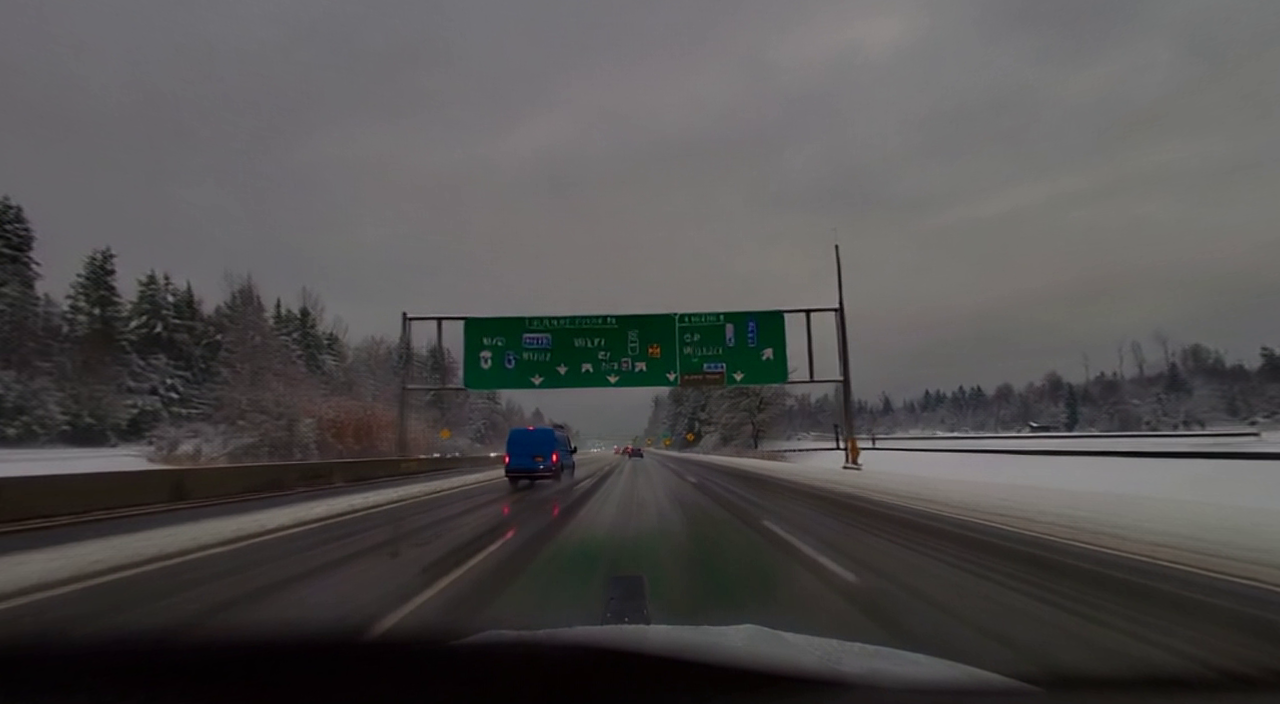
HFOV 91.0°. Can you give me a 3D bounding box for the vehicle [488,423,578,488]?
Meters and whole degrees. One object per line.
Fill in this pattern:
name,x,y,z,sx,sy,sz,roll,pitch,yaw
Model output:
vehicle,-3.561,3.557,21.938,2.281,2.025,4.586,0,-8,0
